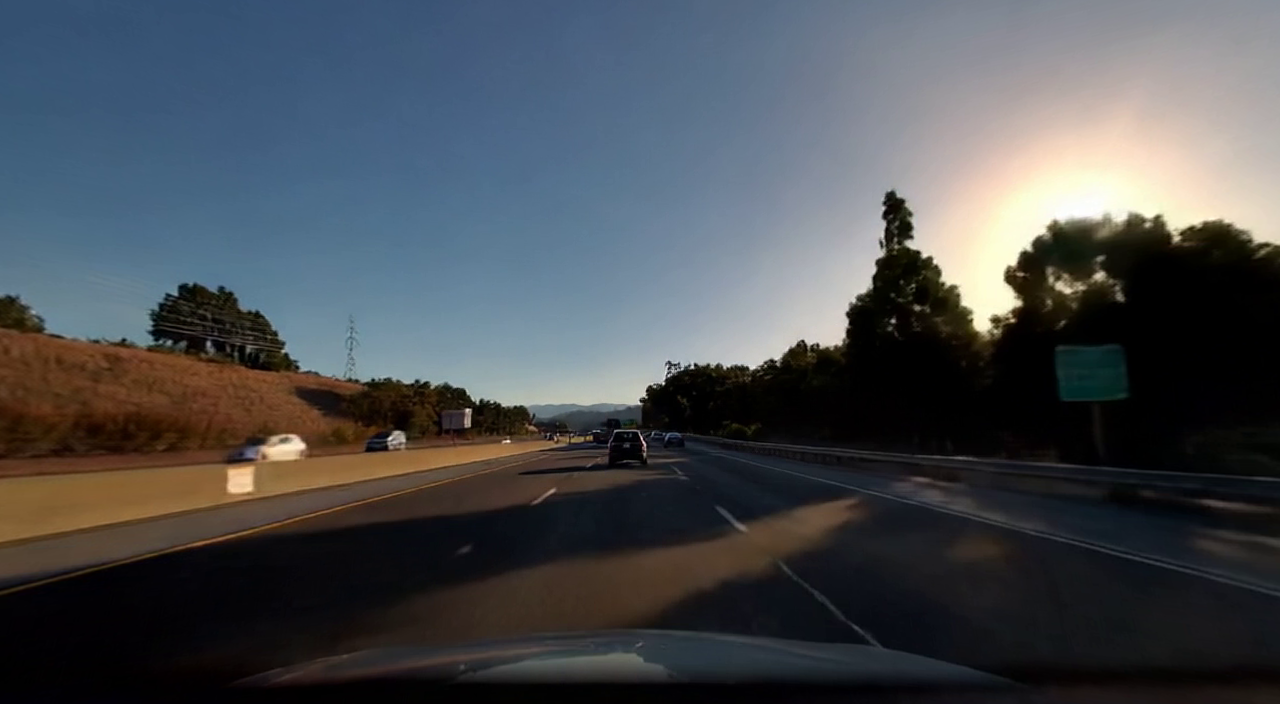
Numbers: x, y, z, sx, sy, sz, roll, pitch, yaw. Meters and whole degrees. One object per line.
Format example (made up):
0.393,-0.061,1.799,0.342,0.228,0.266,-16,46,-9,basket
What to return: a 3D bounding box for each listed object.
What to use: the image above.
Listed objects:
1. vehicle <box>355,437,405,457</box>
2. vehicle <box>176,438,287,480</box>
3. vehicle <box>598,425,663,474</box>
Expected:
-19.905,7.299,48.472,1.889,1.449,4.539,0,-8,0,vehicle
-15.990,4.156,24.931,1.838,1.514,3.748,0,-8,0,vehicle
-0.349,3.425,22.404,2.094,1.600,3.666,0,-8,-1,vehicle
